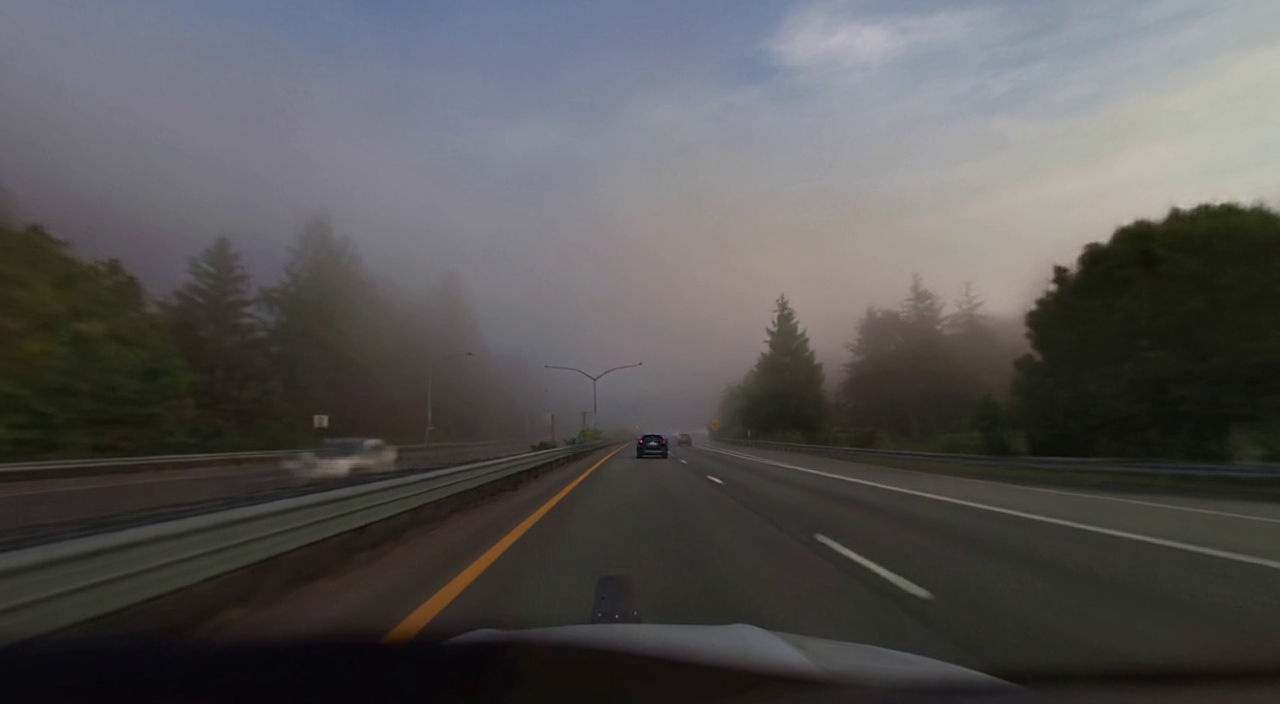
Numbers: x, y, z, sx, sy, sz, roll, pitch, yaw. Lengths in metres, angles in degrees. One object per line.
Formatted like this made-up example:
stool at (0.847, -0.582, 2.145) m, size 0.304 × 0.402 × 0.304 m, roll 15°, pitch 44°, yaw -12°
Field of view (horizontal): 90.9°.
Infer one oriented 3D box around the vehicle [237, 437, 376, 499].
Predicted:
vehicle at (-8.718, 3.013, 16.823) m, size 1.845 × 1.478 × 3.431 m, roll 0°, pitch -8°, yaw -1°

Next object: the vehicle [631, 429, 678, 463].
vehicle at (0.598, 4.433, 29.842) m, size 2.046 × 1.526 × 3.903 m, roll 0°, pitch -8°, yaw -1°
